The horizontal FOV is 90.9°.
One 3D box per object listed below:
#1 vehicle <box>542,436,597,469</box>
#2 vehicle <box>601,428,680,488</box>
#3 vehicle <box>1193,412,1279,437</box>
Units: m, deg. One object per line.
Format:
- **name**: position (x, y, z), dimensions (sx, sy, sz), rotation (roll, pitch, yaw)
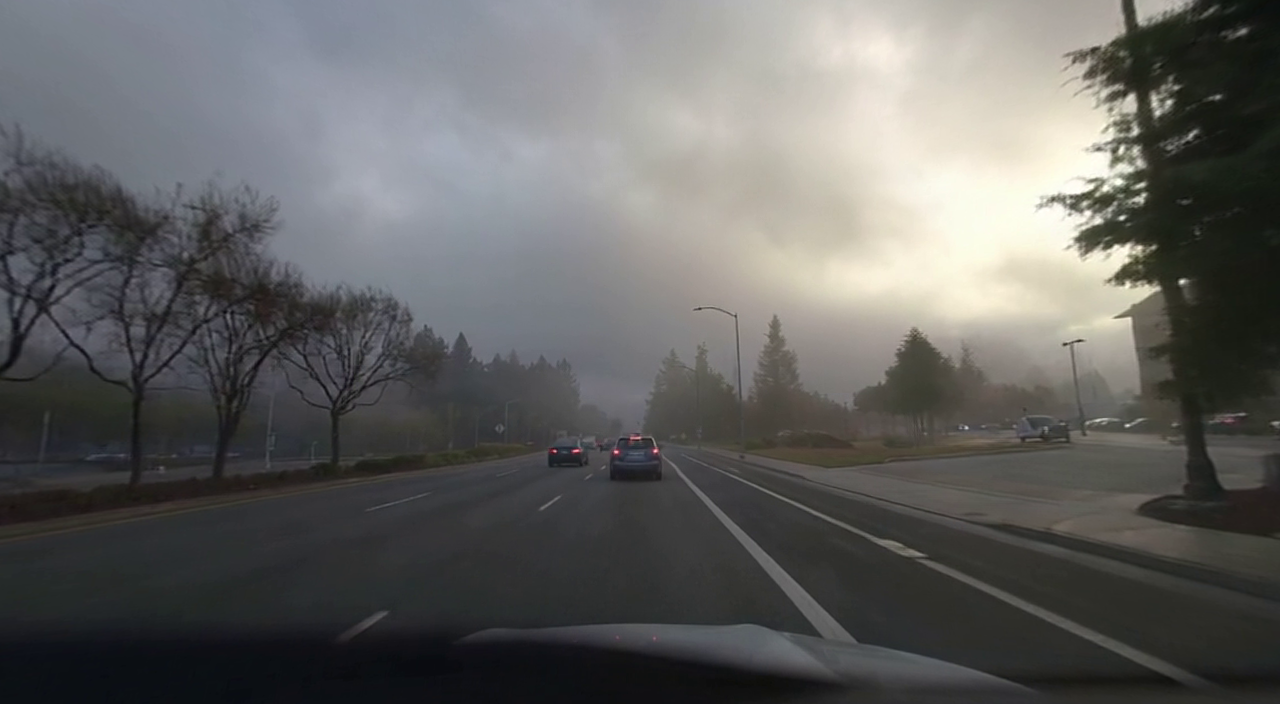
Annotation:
- **vehicle**: position (-3.370, 4.931, 31.155), dimensions (1.942, 1.462, 4.905), rotation (-1, -8, 2)
- **vehicle**: position (0.015, 3.263, 19.673), dimensions (2.199, 1.652, 4.101), rotation (0, -8, 0)
- **vehicle**: position (45.069, 5.476, 47.366), dimensions (4.851, 1.673, 1.912), rotation (-5, -10, 31)
